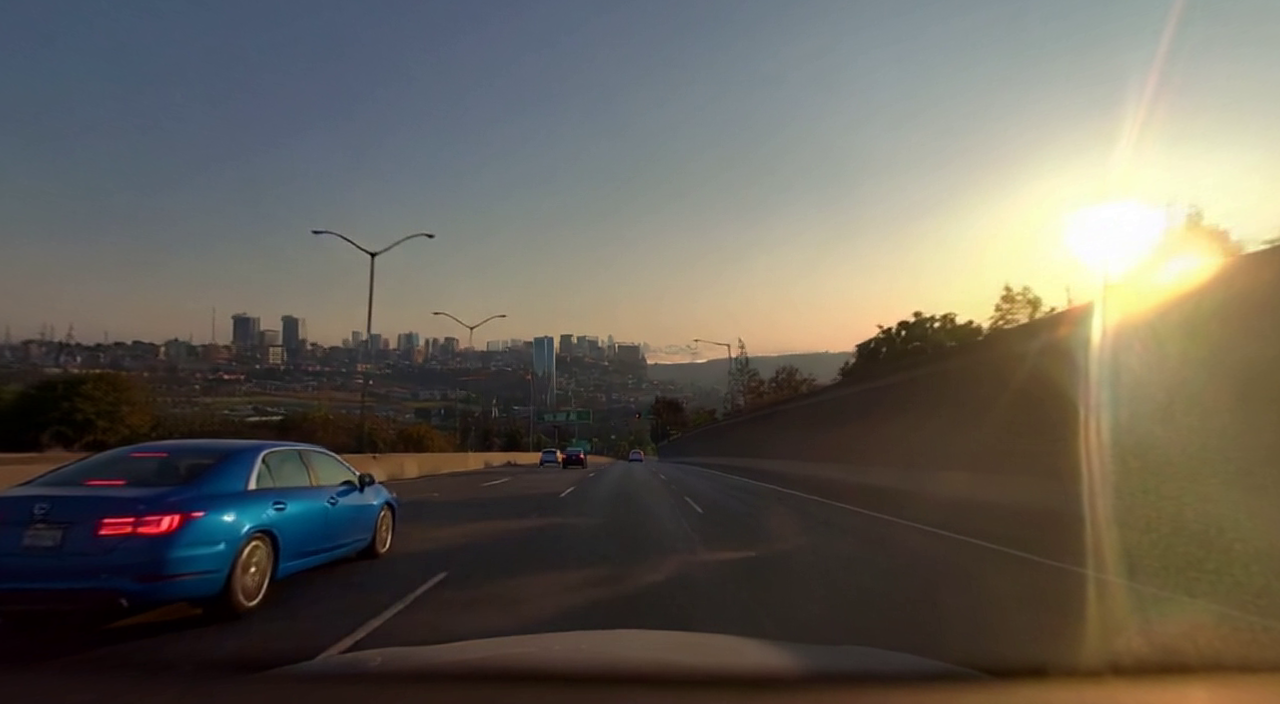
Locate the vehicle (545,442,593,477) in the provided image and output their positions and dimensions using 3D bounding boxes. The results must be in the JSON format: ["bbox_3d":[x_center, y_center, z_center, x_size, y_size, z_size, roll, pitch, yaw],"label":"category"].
[{"bbox_3d":[-3.678,5.692,33.586,2.075,1.702,4.257,0,-9,0],"label":"vehicle"}]

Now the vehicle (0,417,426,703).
[{"bbox_3d":[-3.721,1.421,5.494,2.114,1.480,4.473,0,-9,0],"label":"vehicle"}]
